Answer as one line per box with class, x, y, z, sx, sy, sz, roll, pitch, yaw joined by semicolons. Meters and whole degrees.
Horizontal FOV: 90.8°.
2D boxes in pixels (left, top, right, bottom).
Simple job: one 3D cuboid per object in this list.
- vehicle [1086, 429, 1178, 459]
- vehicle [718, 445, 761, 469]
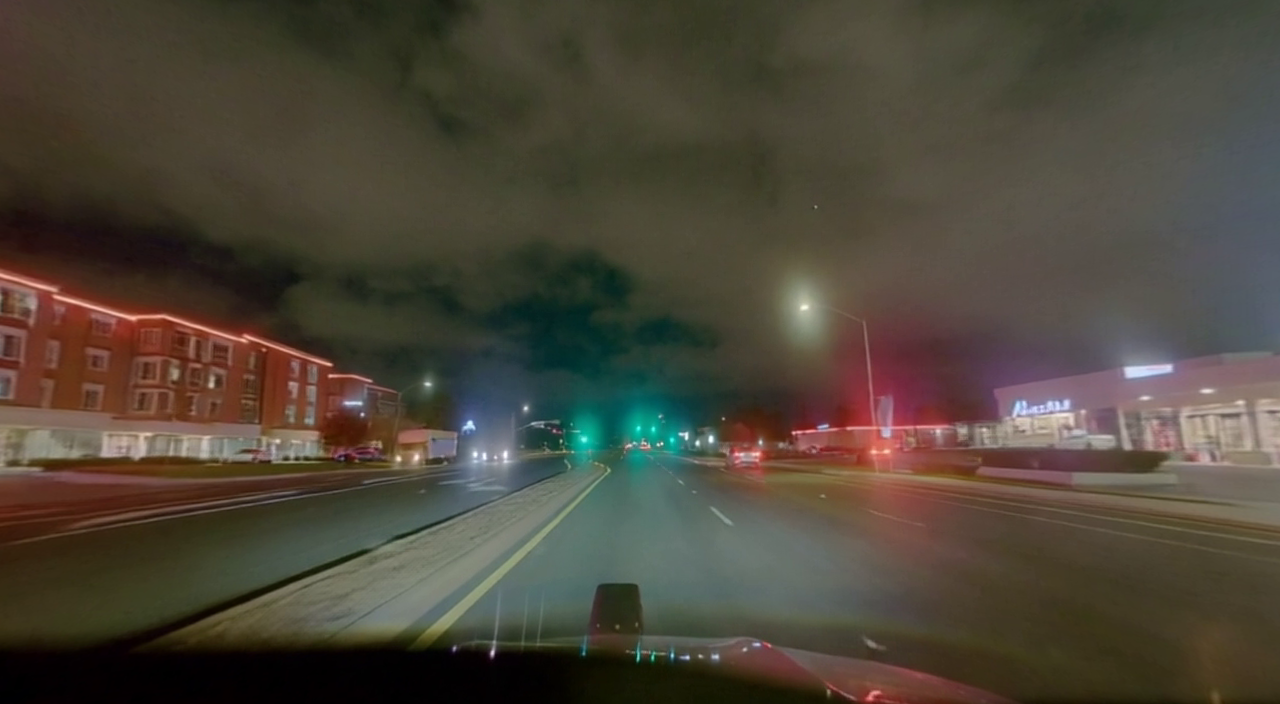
vehicle;30.435;5.776;39.277;1.860;1.716;4.675;1;-9;-1
vehicle;6.258;6.672;40.215;1.916;1.437;4.327;0;-9;-2
